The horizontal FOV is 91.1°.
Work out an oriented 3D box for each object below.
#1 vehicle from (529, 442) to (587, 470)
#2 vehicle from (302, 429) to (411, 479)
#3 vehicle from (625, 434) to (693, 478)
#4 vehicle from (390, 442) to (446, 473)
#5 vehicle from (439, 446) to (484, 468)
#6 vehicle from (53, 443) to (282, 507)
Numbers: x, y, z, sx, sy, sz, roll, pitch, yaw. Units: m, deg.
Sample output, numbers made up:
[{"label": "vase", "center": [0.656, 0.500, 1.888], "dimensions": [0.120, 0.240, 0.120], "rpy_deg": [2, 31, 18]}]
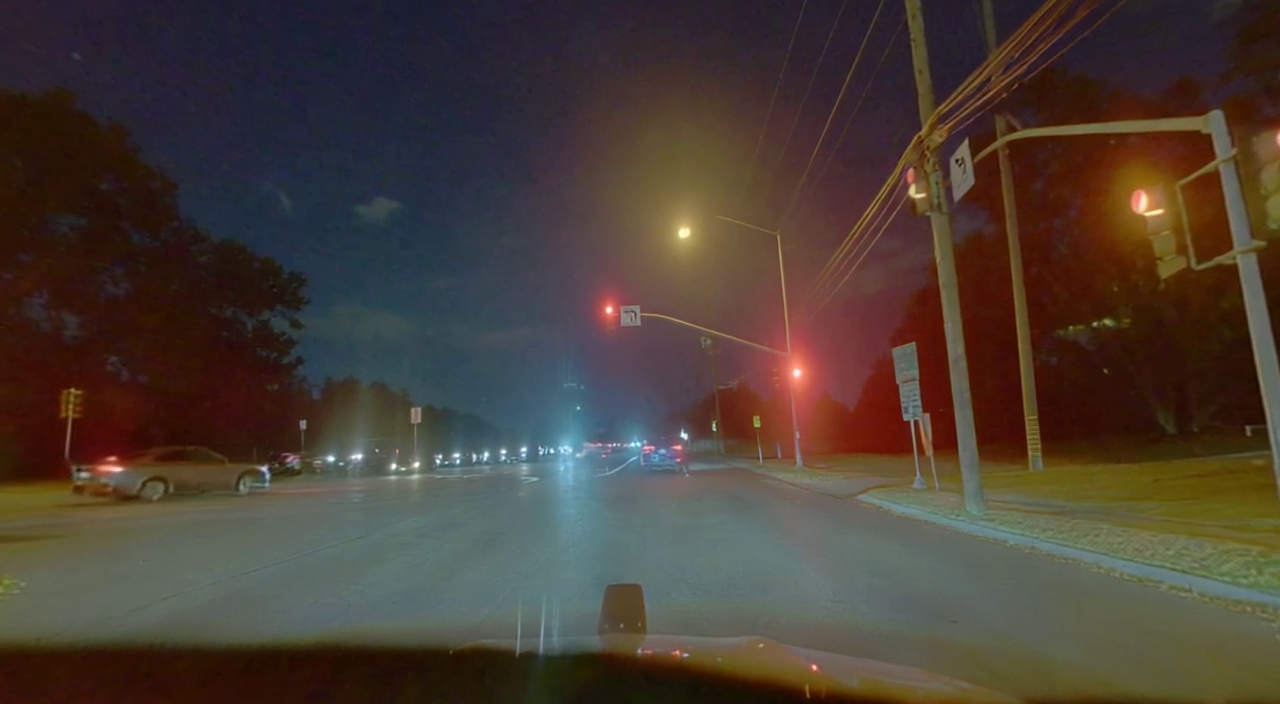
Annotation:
[{"label": "vehicle", "center": [-4.479, 5.766, 35.047], "dimensions": [1.904, 1.482, 4.603], "rpy_deg": [-2, -9, 9]}, {"label": "vehicle", "center": [-13.123, 4.767, 29.625], "dimensions": [2.350, 2.104, 5.828], "rpy_deg": [0, -8, 1]}, {"label": "vehicle", "center": [0.919, 4.337, 26.429], "dimensions": [2.051, 1.666, 4.607], "rpy_deg": [-2, -9, 12]}, {"label": "vehicle", "center": [-13.231, 6.303, 37.631], "dimensions": [1.772, 1.647, 4.221], "rpy_deg": [-4, -9, 0]}, {"label": "vehicle", "center": [-12.688, 7.484, 44.904], "dimensions": [1.841, 1.477, 4.485], "rpy_deg": [-1, -8, 1]}, {"label": "vehicle", "center": [-12.307, 3.165, 16.649], "dimensions": [4.531, 1.446, 1.846], "rpy_deg": [6, -11, -38]}]
